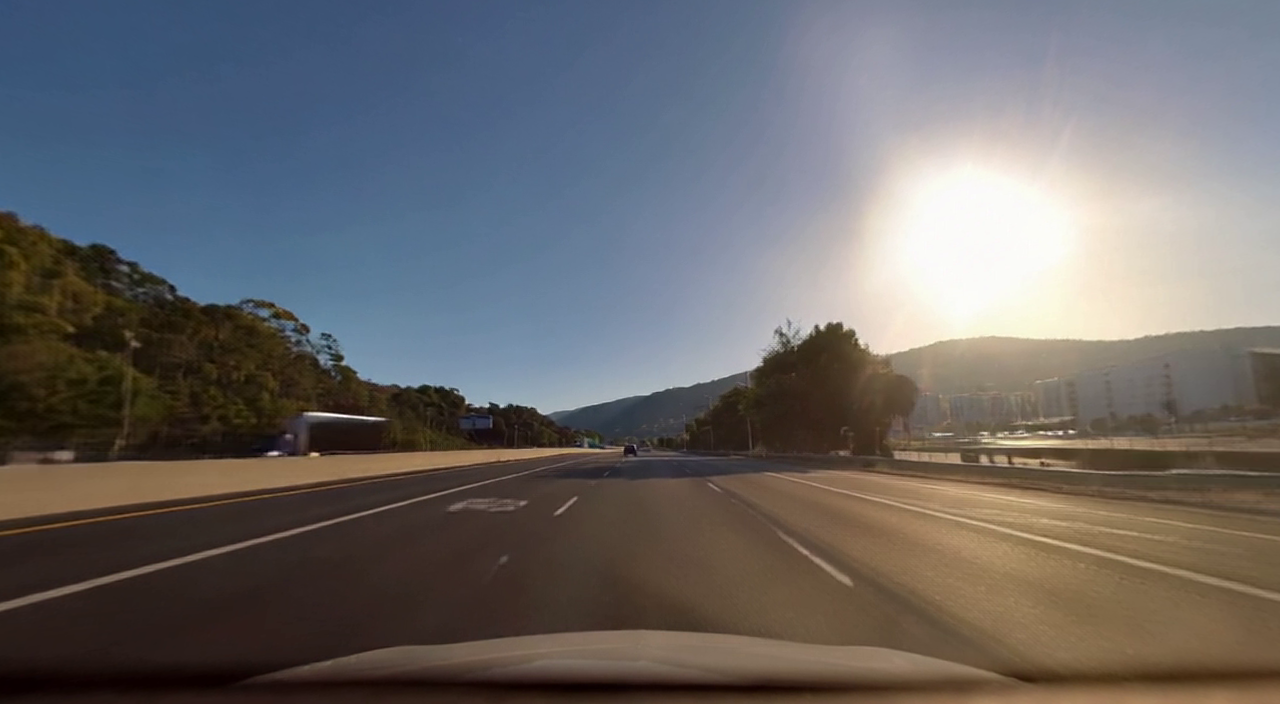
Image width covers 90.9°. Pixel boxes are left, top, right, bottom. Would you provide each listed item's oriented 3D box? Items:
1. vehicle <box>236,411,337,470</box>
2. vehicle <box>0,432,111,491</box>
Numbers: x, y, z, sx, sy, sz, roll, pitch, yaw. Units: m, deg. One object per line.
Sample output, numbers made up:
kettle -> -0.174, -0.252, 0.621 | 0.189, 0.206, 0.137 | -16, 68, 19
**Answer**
vehicle -> -25.908, 6.608, 46.831 | 2.987, 3.999, 7.547 | 0, -8, 0
vehicle -> -21.879, 3.719, 21.668 | 2.217, 1.903, 5.916 | 0, -8, 0
